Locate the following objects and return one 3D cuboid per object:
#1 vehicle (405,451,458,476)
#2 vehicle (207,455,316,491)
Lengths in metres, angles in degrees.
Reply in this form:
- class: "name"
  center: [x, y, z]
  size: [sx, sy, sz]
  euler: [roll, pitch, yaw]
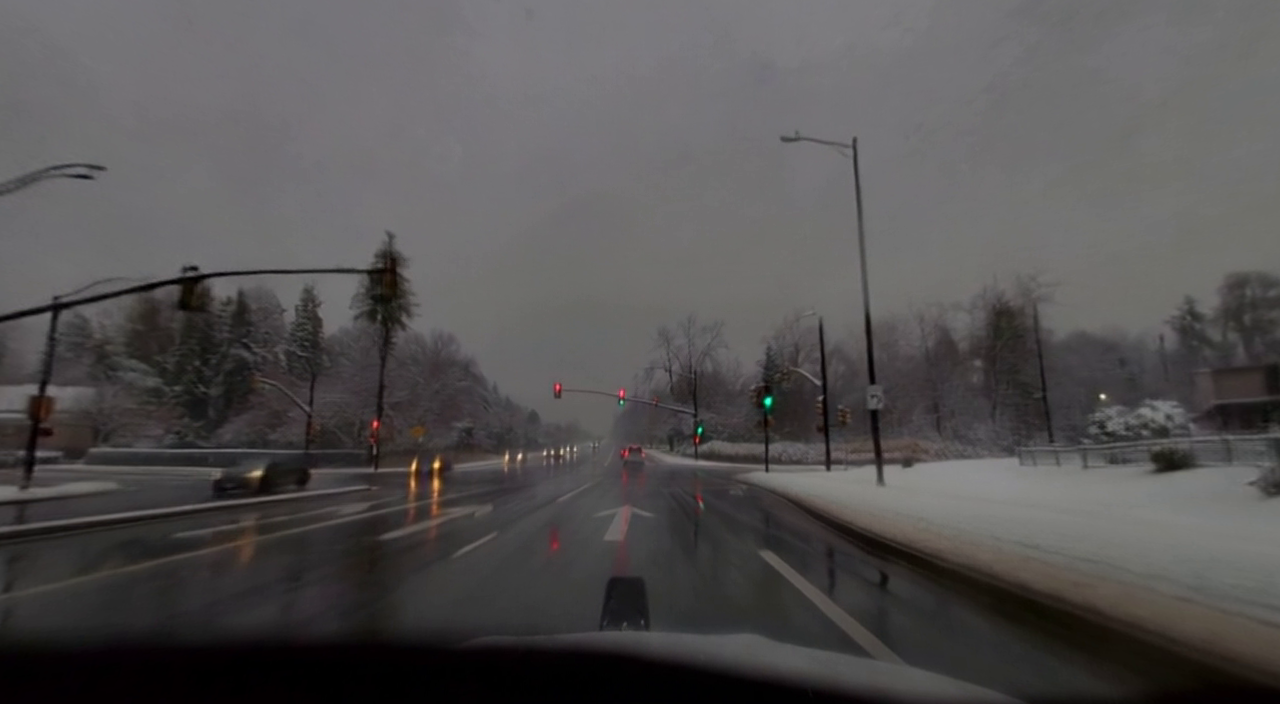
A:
- class: "vehicle"
  center: [-13.400, 7.178, 40.832]
  size: [1.969, 1.500, 4.417]
  euler: [0, -9, -1]
- class: "vehicle"
  center: [-16.218, 5.186, 27.384]
  size: [1.818, 1.384, 4.874]
  euler: [0, -9, -1]
